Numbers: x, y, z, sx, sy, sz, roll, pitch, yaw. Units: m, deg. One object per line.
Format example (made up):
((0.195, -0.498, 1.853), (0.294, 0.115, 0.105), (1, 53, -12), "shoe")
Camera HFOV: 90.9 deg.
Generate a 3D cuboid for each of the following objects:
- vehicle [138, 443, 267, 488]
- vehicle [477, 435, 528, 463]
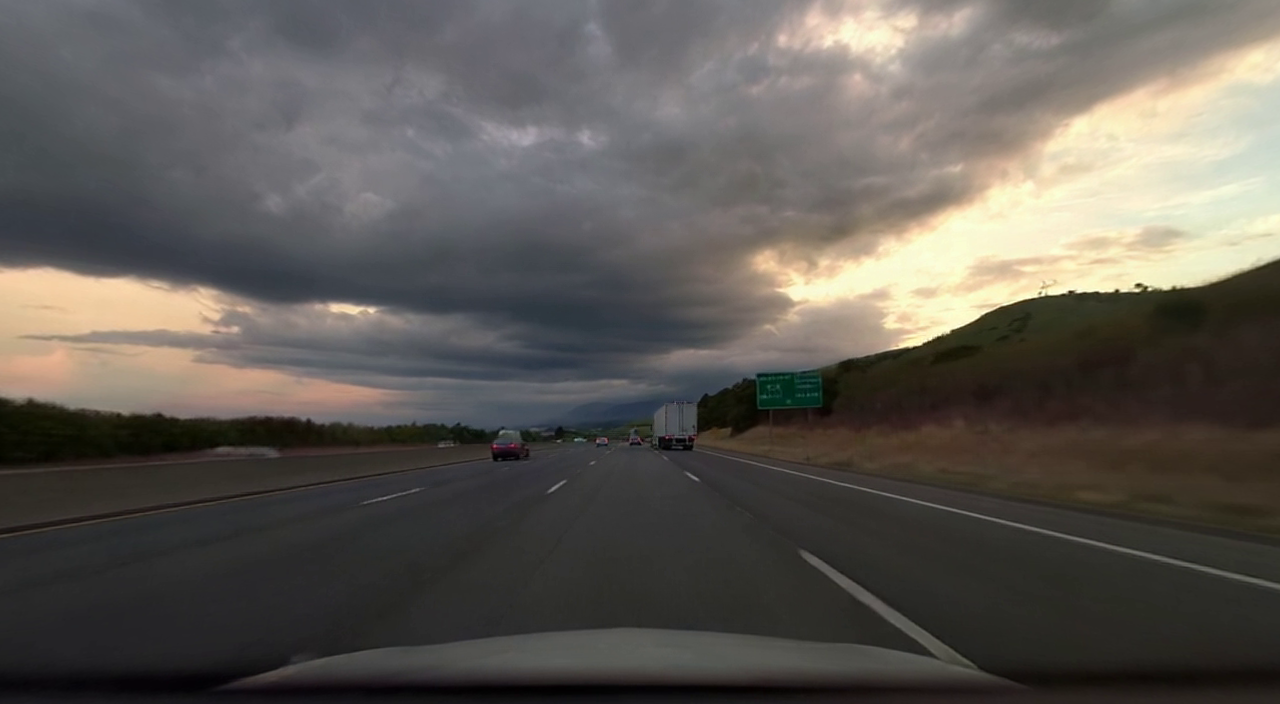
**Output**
((-15.672, 4.053, 22.868), (1.966, 1.429, 3.890), (0, -8, -2), "vehicle")
((-7.757, 5.498, 35.968), (2.018, 1.454, 4.290), (0, -8, -1), "vehicle")
